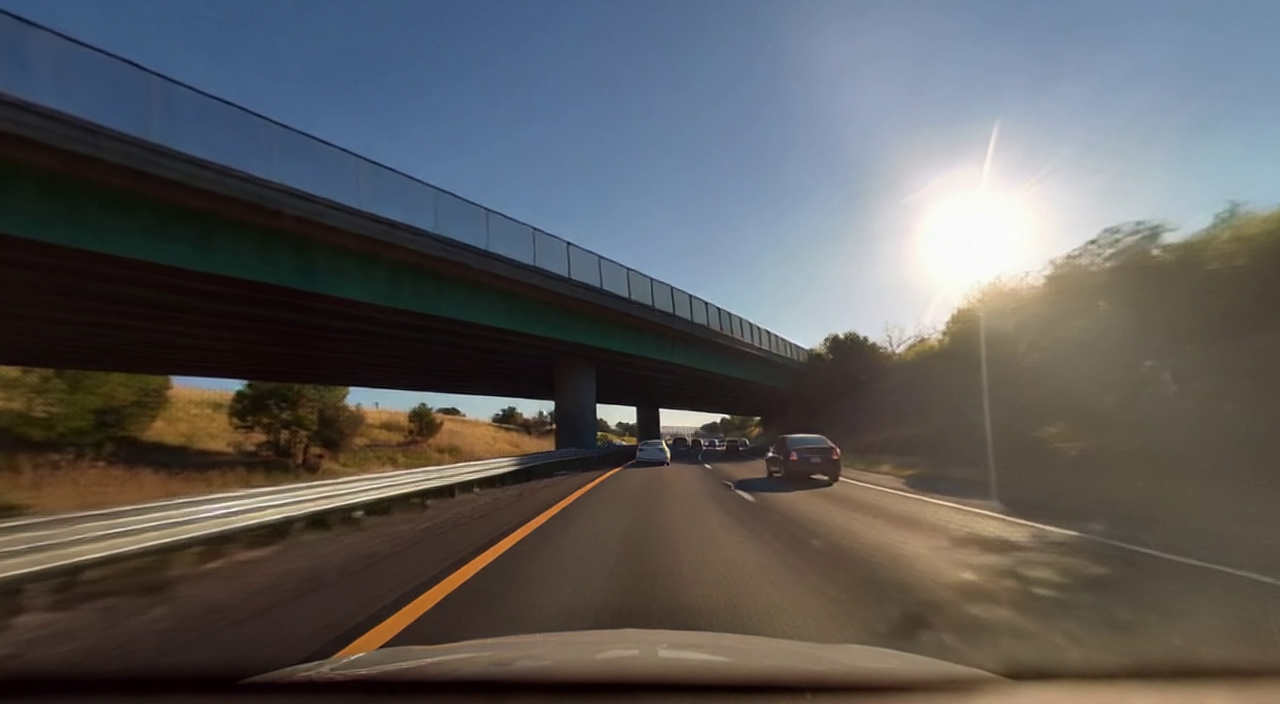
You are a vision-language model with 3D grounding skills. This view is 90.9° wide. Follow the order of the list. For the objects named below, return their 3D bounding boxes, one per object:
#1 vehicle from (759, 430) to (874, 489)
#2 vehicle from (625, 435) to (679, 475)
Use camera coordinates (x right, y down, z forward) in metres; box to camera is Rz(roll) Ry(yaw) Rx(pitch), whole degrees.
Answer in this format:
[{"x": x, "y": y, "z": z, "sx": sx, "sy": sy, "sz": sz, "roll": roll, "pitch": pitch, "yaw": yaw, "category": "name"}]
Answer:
[{"x": 4.939, "y": 3.084, "z": 18.394, "sx": 2.163, "sy": 1.489, "sz": 4.470, "roll": 0, "pitch": -8, "yaw": 2, "category": "vehicle"}, {"x": 0.529, "y": 4.066, "z": 25.148, "sx": 1.993, "sy": 1.461, "sz": 3.812, "roll": -1, "pitch": -8, "yaw": 3, "category": "vehicle"}]
